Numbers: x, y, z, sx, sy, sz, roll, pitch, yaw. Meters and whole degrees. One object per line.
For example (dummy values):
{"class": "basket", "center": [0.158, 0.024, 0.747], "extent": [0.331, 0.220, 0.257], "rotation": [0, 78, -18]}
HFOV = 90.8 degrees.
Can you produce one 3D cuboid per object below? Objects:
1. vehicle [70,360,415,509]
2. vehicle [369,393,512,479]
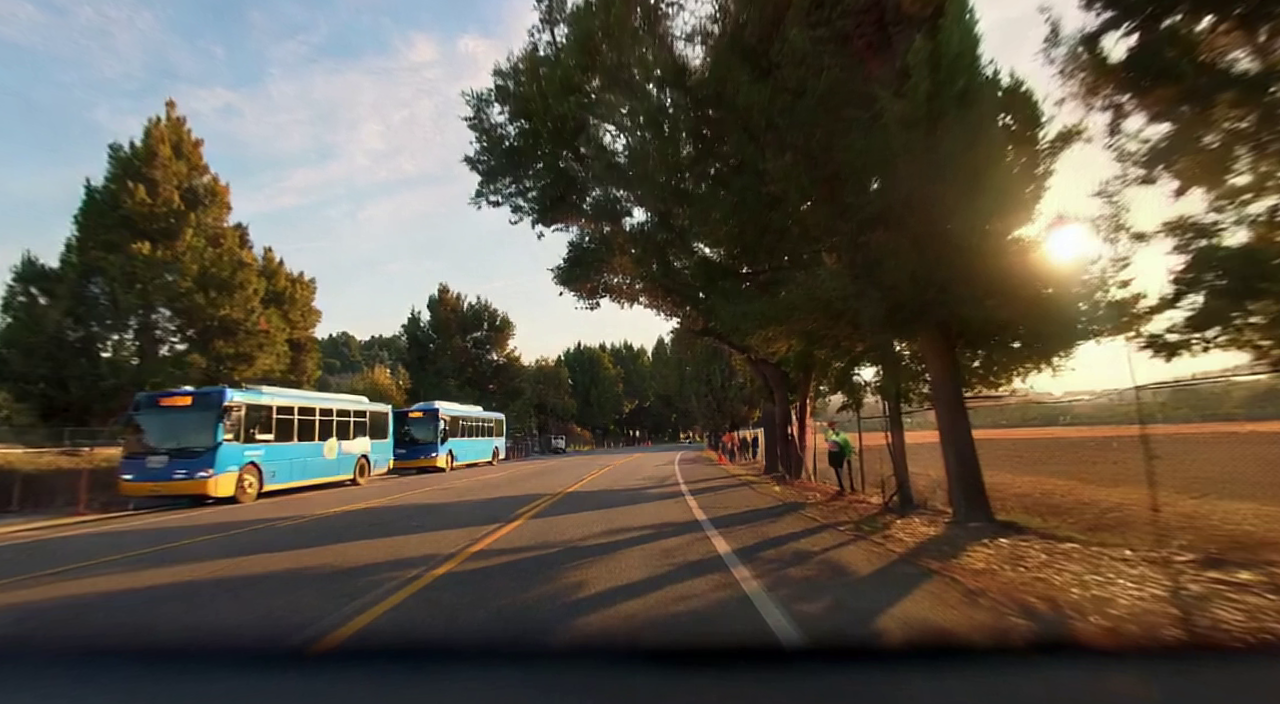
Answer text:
{"class": "vehicle", "center": [-10.687, 2.544, 19.009], "extent": [3.057, 3.290, 9.617], "rotation": [-1, -9, 8]}
{"class": "vehicle", "center": [-9.999, 4.462, 33.749], "extent": [3.092, 3.562, 12.230], "rotation": [-3, -8, 3]}
